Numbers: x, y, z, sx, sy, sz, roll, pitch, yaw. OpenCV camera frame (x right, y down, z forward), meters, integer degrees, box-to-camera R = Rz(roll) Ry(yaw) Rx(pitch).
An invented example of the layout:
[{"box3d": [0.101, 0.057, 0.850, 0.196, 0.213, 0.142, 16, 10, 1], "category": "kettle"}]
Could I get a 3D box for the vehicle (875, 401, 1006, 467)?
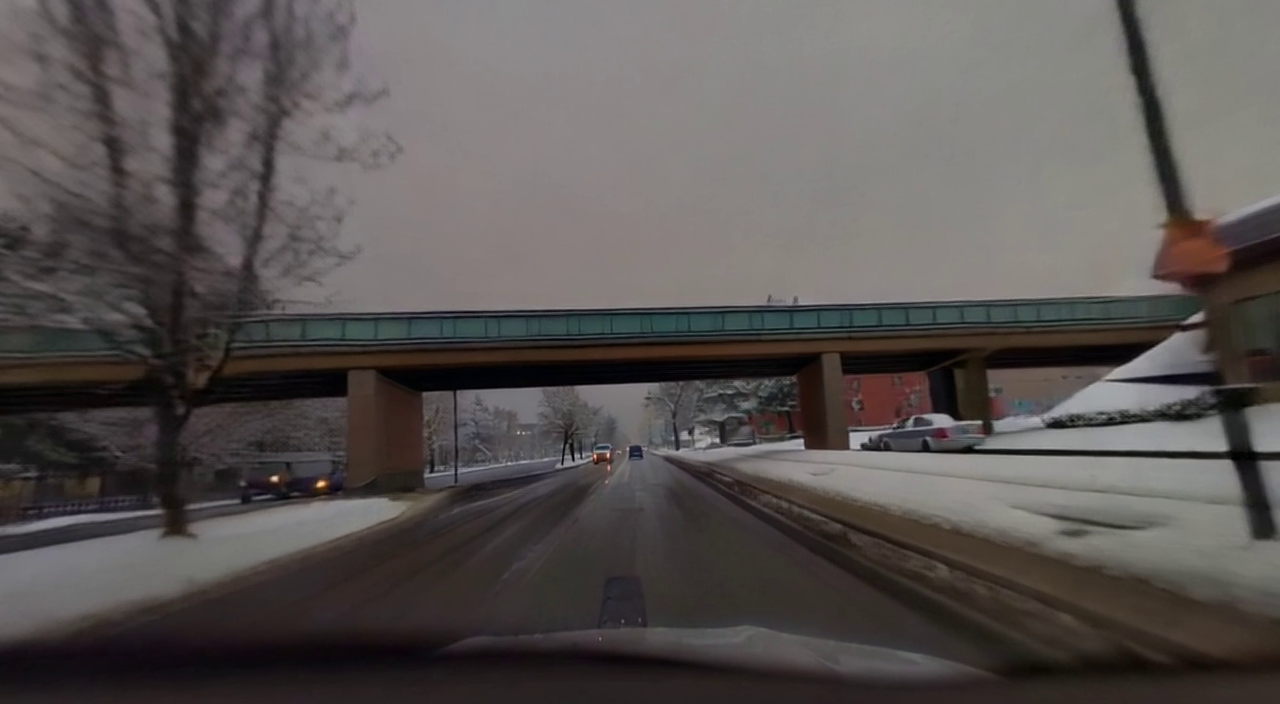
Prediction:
[{"box3d": [10.576, 2.986, 22.596, 2.244, 1.866, 4.603, -7, -9, 0], "category": "vehicle"}]
